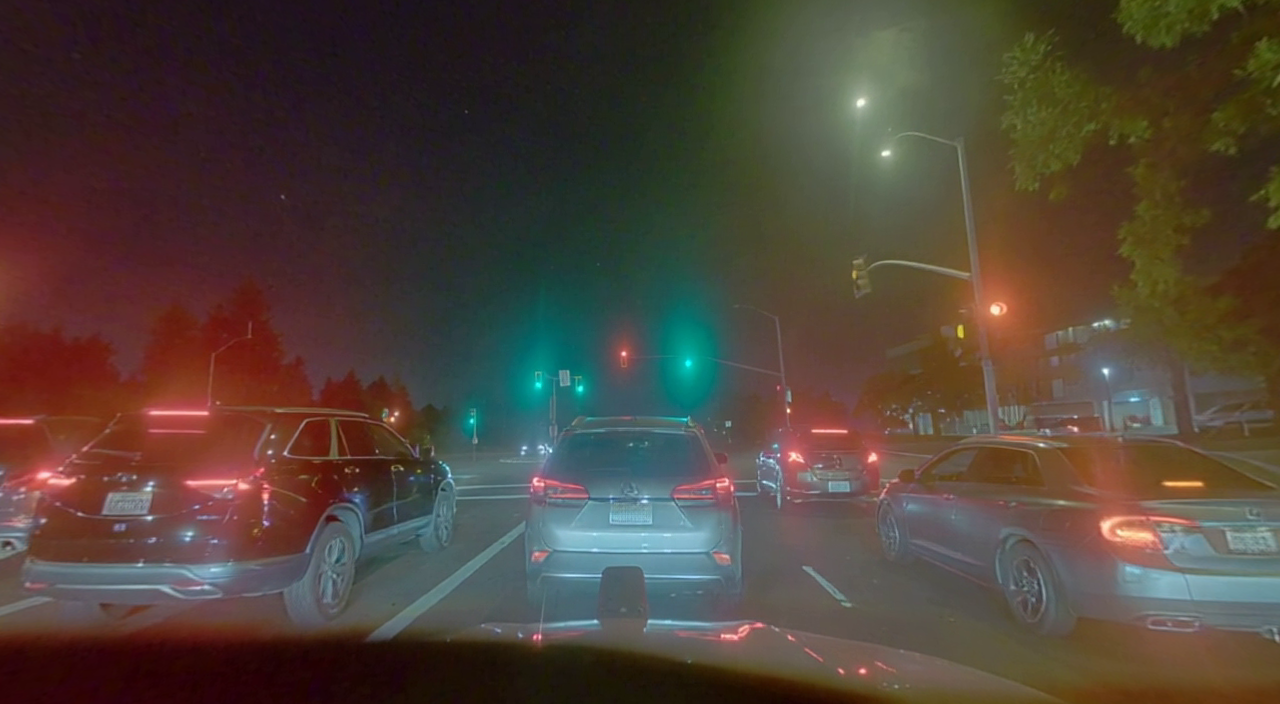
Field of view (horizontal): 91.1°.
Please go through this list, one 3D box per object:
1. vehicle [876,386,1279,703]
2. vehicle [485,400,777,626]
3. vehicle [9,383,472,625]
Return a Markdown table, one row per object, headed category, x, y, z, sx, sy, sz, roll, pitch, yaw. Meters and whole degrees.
| category | x | y | z | sx | sy | sz | roll | pitch | yaw |
| --- | --- | --- | --- | --- | --- | --- | --- | --- | --- |
| vehicle | 3.585 | 1.199 | 4.617 | 2.010 | 1.486 | 4.498 | 0 | -8 | 1 |
| vehicle | -0.043 | 1.401 | 6.311 | 2.047 | 1.579 | 3.642 | 0 | -8 | 1 |
| vehicle | -3.552 | 1.432 | 6.874 | 2.014 | 1.755 | 4.360 | 0 | -8 | 3 |
